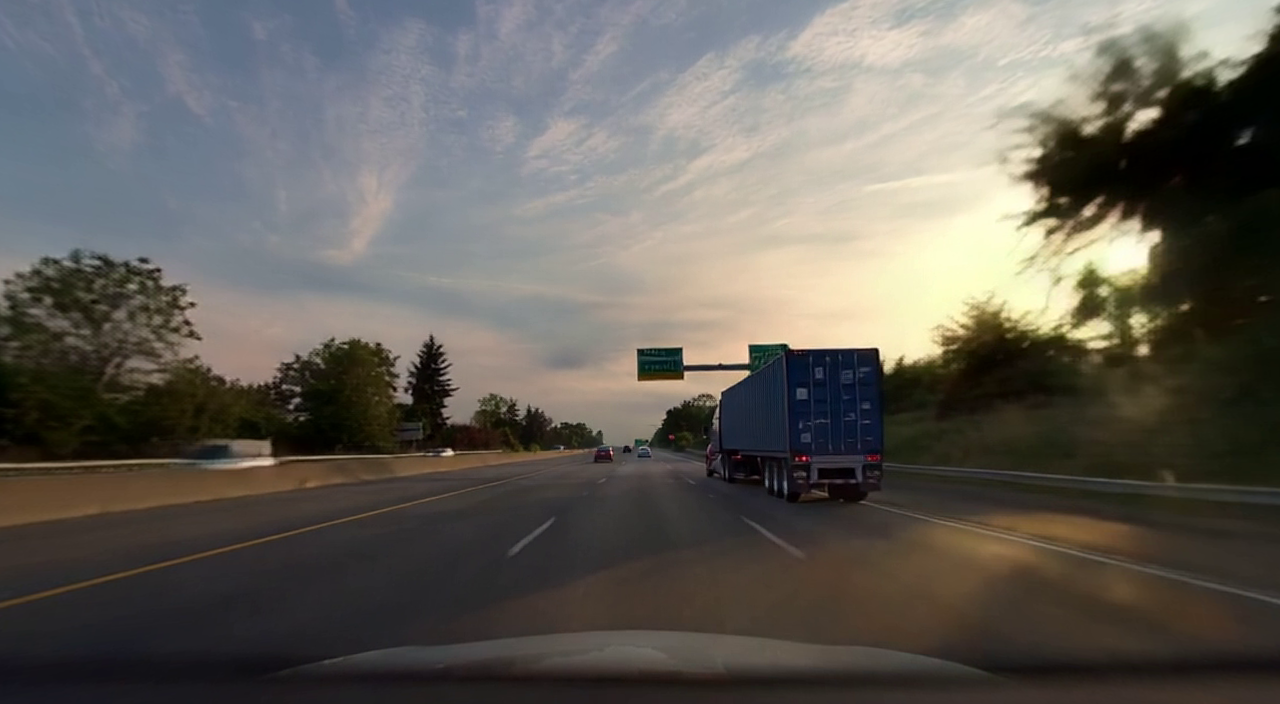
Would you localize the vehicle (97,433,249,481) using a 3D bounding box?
[{"bbox_3d":[-15.959,3.630,21.883,2.043,1.464,4.183,-1,-9,0],"label":"vehicle"}]

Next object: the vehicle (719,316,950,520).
[{"bbox_3d":[4.600,2.253,18.869,2.821,4.046,12.876,0,-9,0],"label":"vehicle"}]
